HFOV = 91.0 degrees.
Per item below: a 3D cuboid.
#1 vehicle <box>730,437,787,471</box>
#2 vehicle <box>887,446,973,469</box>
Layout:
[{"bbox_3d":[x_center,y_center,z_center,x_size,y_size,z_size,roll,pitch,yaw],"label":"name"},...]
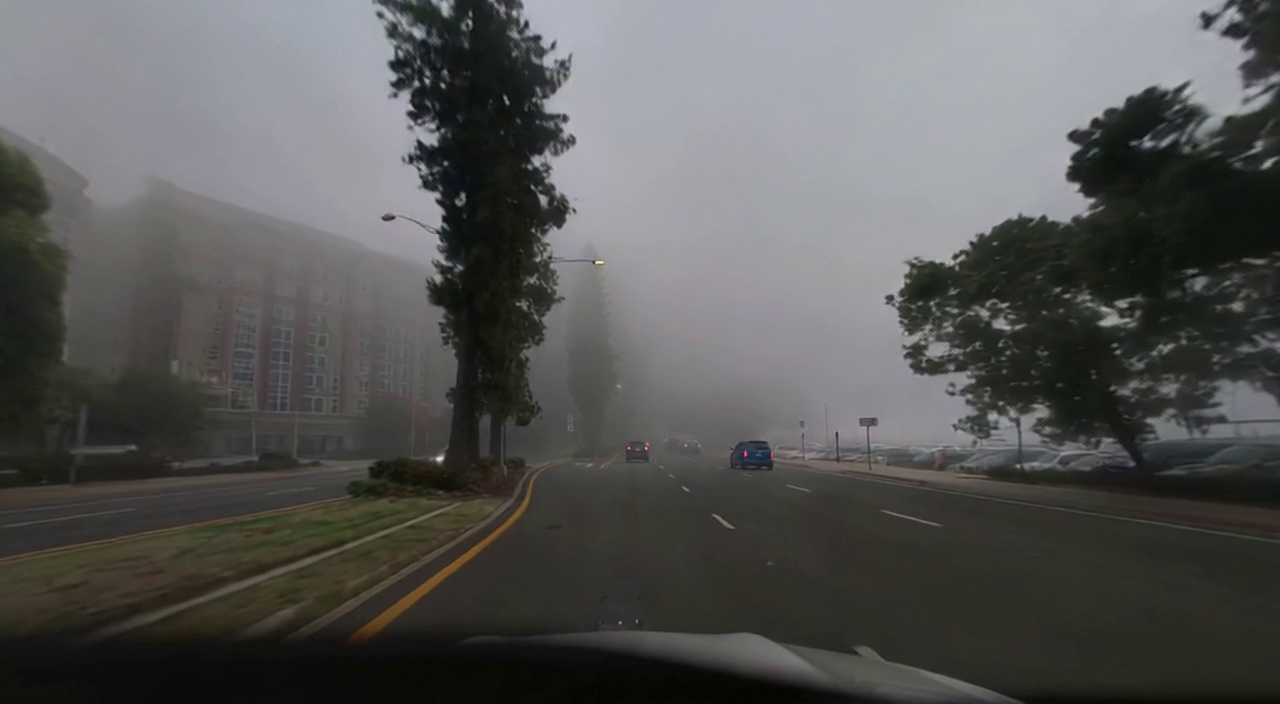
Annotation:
[{"bbox_3d":[6.556,5.713,35.422,2.136,1.799,4.796,0,-9,-2],"label":"vehicle"},{"bbox_3d":[19.069,6.951,41.536,4.683,1.462,1.995,0,-9,0],"label":"vehicle"}]
